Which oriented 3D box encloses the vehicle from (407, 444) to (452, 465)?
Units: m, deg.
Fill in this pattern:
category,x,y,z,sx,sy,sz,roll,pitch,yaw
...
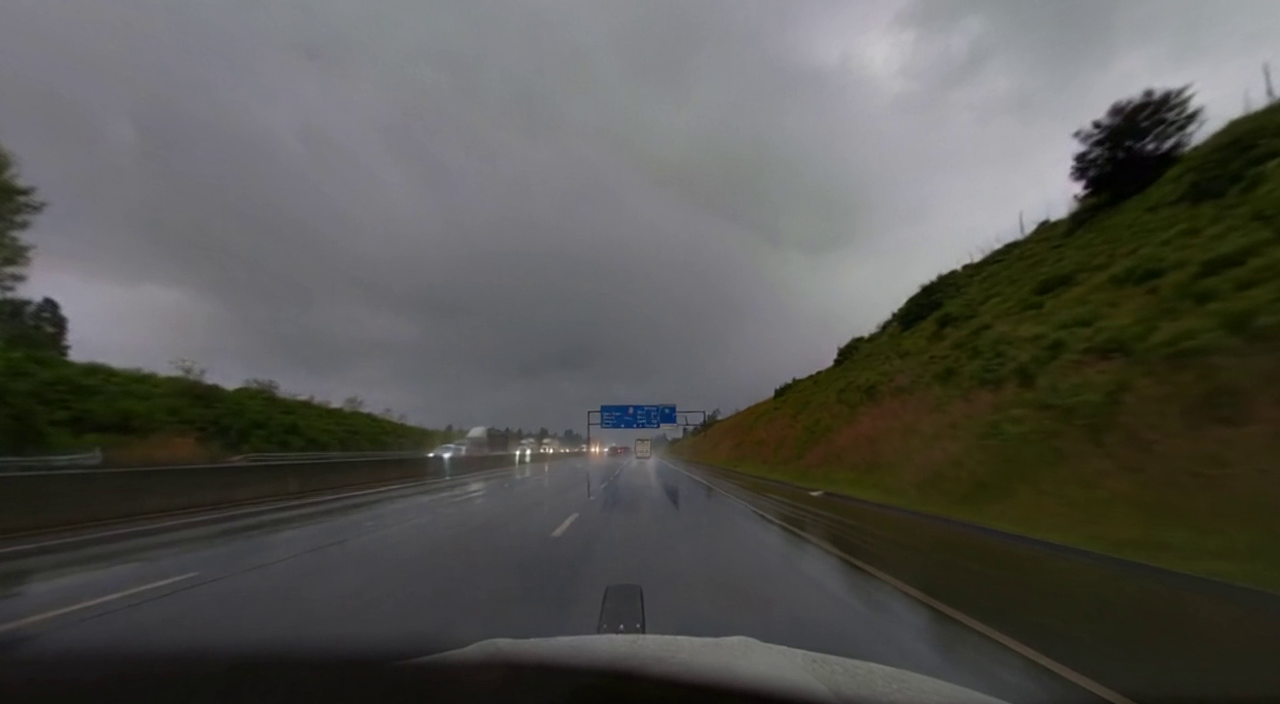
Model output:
category,x,y,z,sx,sy,sz,roll,pitch,yaw
vehicle,-16.039,7.838,48.239,1.918,1.483,4.211,0,-9,1
